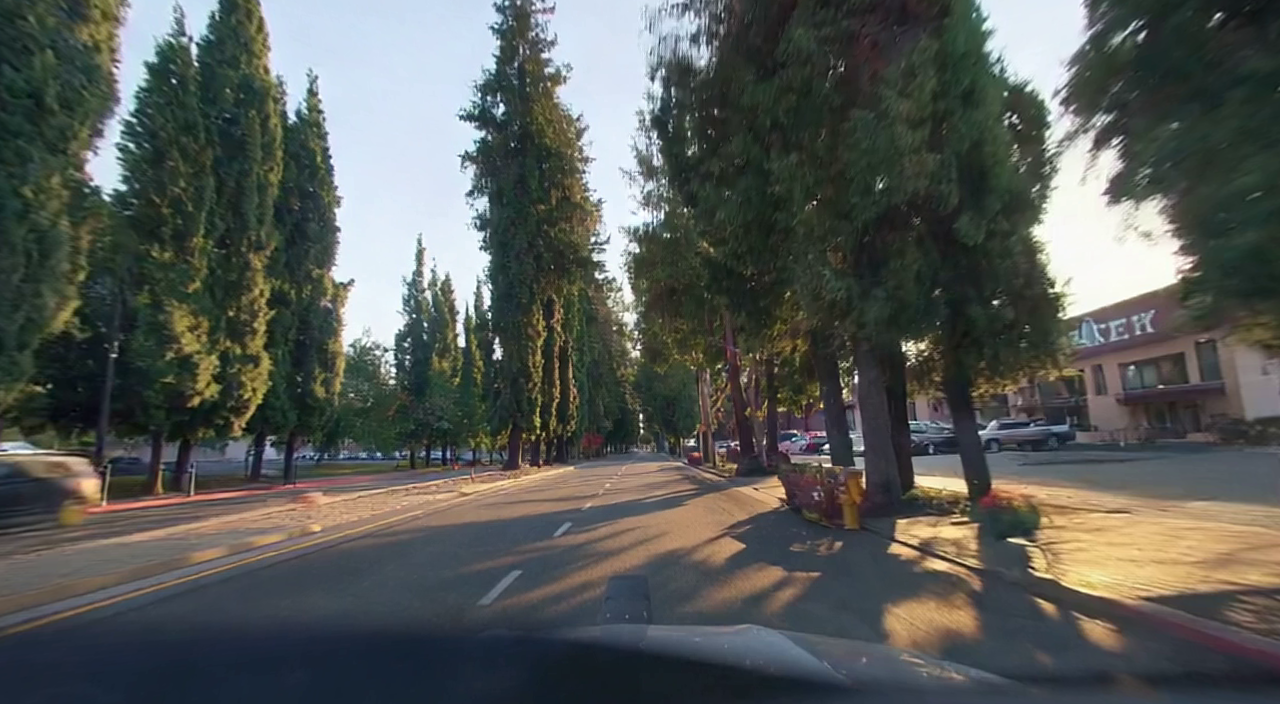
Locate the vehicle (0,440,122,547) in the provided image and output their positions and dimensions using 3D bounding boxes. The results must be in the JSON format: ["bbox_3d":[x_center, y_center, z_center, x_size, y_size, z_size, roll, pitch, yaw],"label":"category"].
[{"bbox_3d":[-10.553,2.191,9.638,1.918,1.581,3.947,-2,-9,0],"label":"vehicle"}]

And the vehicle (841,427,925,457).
[{"bbox_3d":[14.892,5.563,38.733,4.387,1.532,1.930,-9,-12,34],"label":"vehicle"}]

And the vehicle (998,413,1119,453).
[{"bbox_3d":[19.907,3.907,30.253,4.419,1.603,1.930,-7,-9,23],"label":"vehicle"}]
